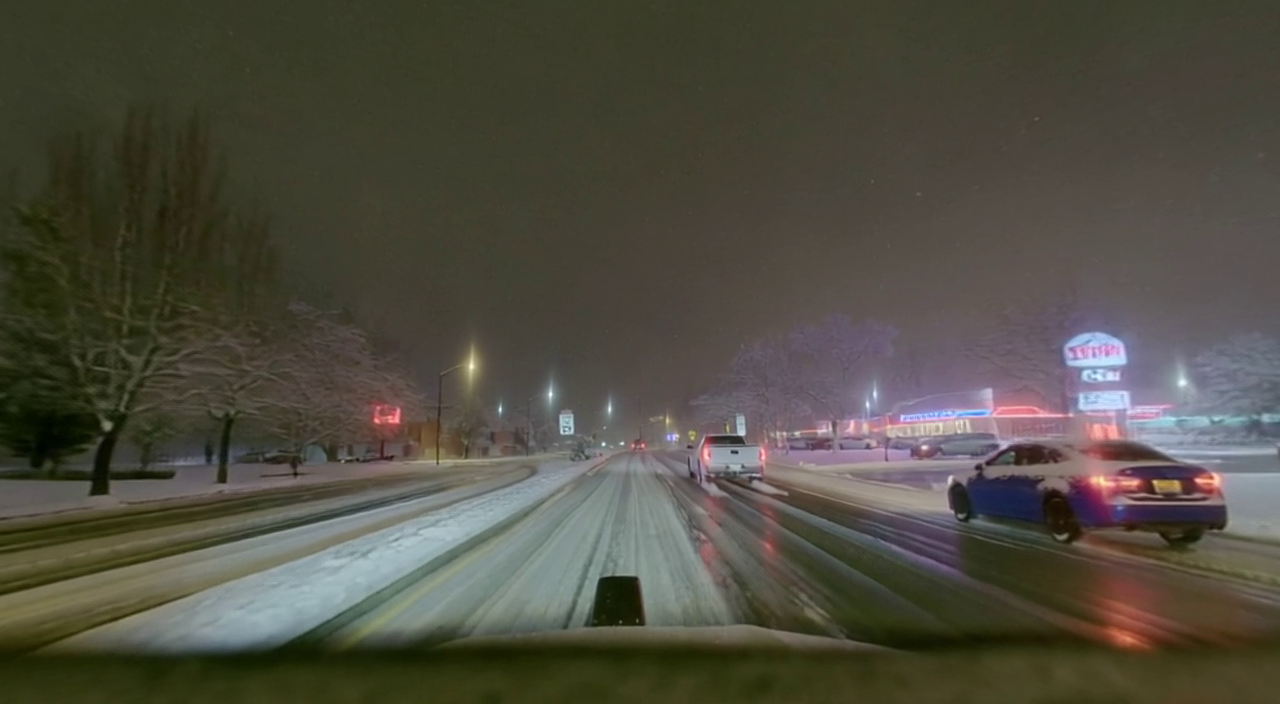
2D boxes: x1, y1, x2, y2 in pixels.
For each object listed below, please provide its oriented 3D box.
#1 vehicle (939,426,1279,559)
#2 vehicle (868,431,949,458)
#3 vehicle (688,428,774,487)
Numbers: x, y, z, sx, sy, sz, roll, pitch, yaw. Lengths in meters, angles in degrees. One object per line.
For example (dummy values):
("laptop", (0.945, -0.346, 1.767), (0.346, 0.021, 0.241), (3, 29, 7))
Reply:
("vehicle", (6.508, 1.913, 9.344), (1.986, 1.480, 4.296), (0, -8, -1))
("vehicle", (17.525, 6.064, 41.434), (4.345, 1.707, 2.046), (0, -8, -3))
("vehicle", (2.958, 3.584, 21.764), (2.214, 1.749, 4.998), (0, -8, 0))
